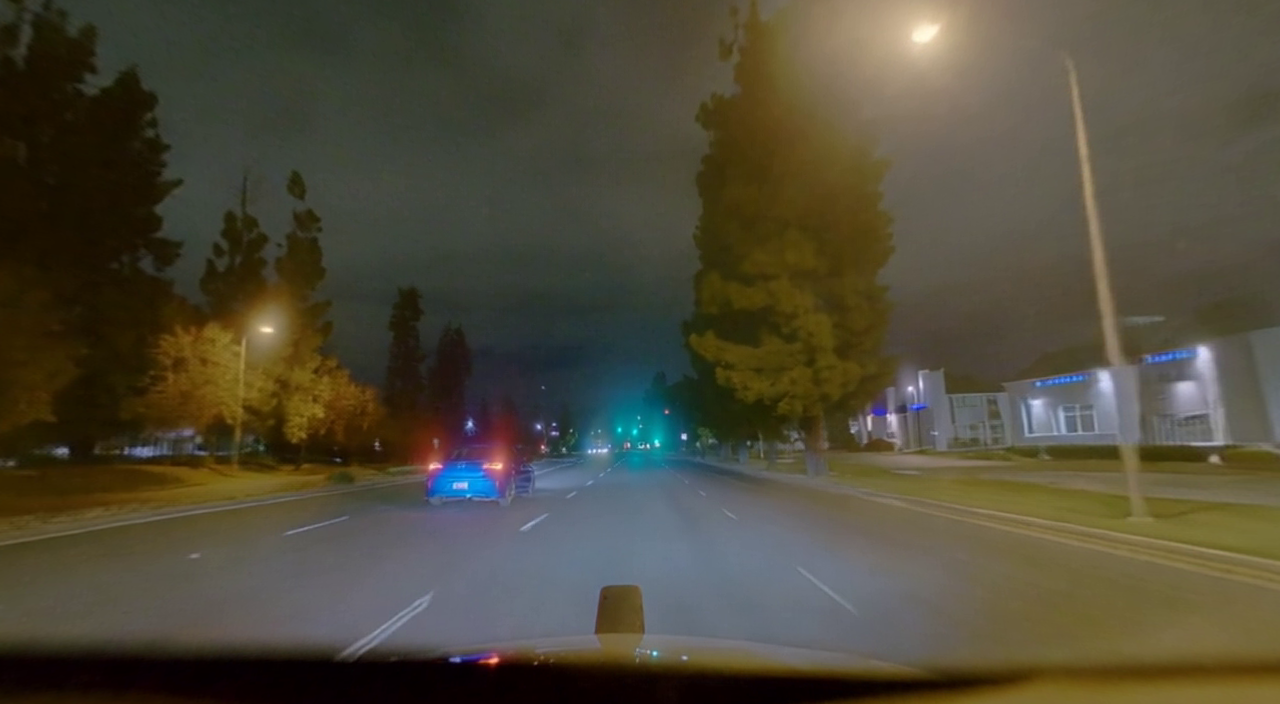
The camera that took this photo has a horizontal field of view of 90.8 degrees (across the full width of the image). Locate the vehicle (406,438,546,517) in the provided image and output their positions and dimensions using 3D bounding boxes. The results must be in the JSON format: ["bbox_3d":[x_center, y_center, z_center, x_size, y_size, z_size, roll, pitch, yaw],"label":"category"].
[{"bbox_3d":[-3.459,2.714,14.218,2.005,1.477,4.169,0,-8,0],"label":"vehicle"}]

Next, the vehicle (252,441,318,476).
[{"bbox_3d":[-26.242,7.859,46.799,3.358,2.439,2.686,1,-9,-8],"label":"vehicle"}]
